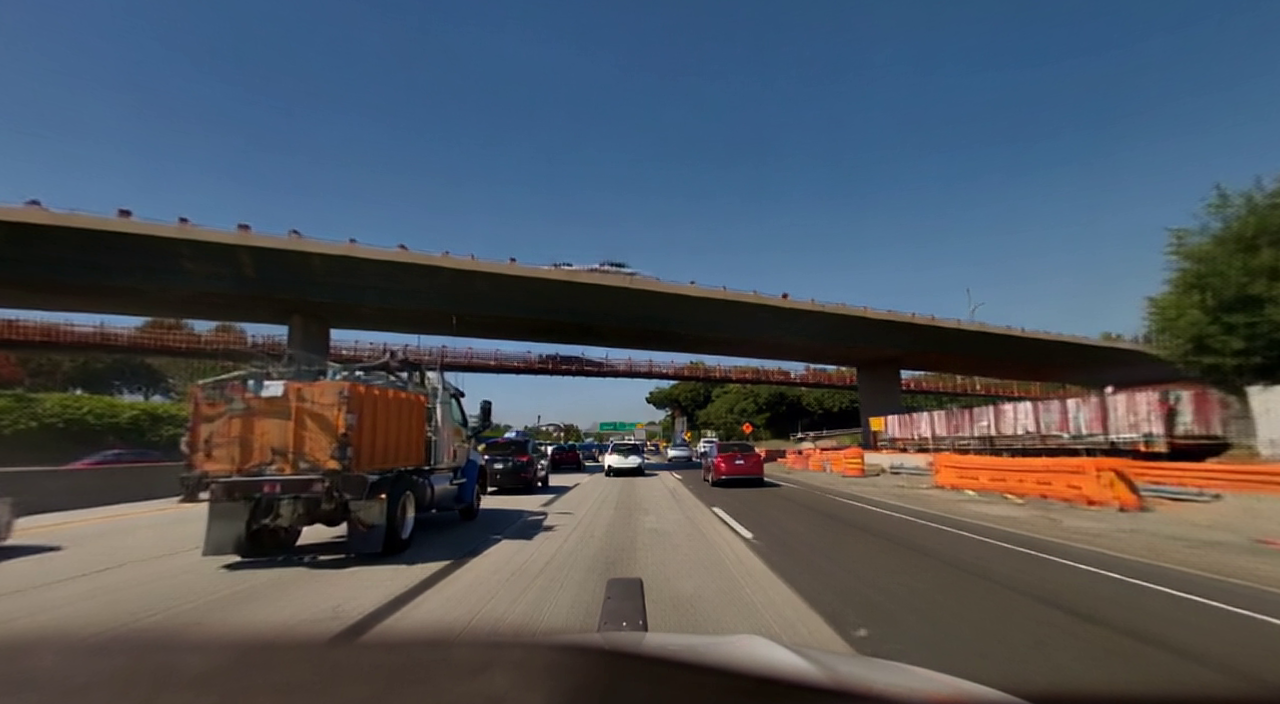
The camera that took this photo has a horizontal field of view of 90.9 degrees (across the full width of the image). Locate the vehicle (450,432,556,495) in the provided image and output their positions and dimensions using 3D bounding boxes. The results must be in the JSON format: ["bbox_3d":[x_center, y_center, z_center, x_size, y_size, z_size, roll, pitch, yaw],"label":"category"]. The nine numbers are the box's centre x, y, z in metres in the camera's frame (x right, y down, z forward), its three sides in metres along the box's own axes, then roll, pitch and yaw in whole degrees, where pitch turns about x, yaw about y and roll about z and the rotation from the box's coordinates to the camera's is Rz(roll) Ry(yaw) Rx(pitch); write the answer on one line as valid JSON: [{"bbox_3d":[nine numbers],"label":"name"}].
[{"bbox_3d":[-3.940,3.292,18.951,2.124,1.639,4.344,0,-8,1],"label":"vehicle"}]

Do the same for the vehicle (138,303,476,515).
[{"bbox_3d":[-7.457,1.785,16.888,2.959,3.886,10.574,-1,-8,2],"label":"vehicle"}]

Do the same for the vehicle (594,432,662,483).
[{"bbox_3d":[-0.393,3.803,23.000,2.270,1.696,4.061,0,-8,0],"label":"vehicle"}]

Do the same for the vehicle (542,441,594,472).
[{"bbox_3d":[-3.685,5.425,33.001,2.141,1.455,4.447,0,-8,1],"label":"vehicle"}]

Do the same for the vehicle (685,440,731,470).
[{"bbox_3d":[3.572,5.478,33.816,2.003,1.465,4.092,0,-8,-1],"label":"vehicle"}]

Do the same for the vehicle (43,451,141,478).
[{"bbox_3d":[-34.214,6.989,39.572,1.909,1.546,4.726,0,-8,0],"label":"vehicle"}]
